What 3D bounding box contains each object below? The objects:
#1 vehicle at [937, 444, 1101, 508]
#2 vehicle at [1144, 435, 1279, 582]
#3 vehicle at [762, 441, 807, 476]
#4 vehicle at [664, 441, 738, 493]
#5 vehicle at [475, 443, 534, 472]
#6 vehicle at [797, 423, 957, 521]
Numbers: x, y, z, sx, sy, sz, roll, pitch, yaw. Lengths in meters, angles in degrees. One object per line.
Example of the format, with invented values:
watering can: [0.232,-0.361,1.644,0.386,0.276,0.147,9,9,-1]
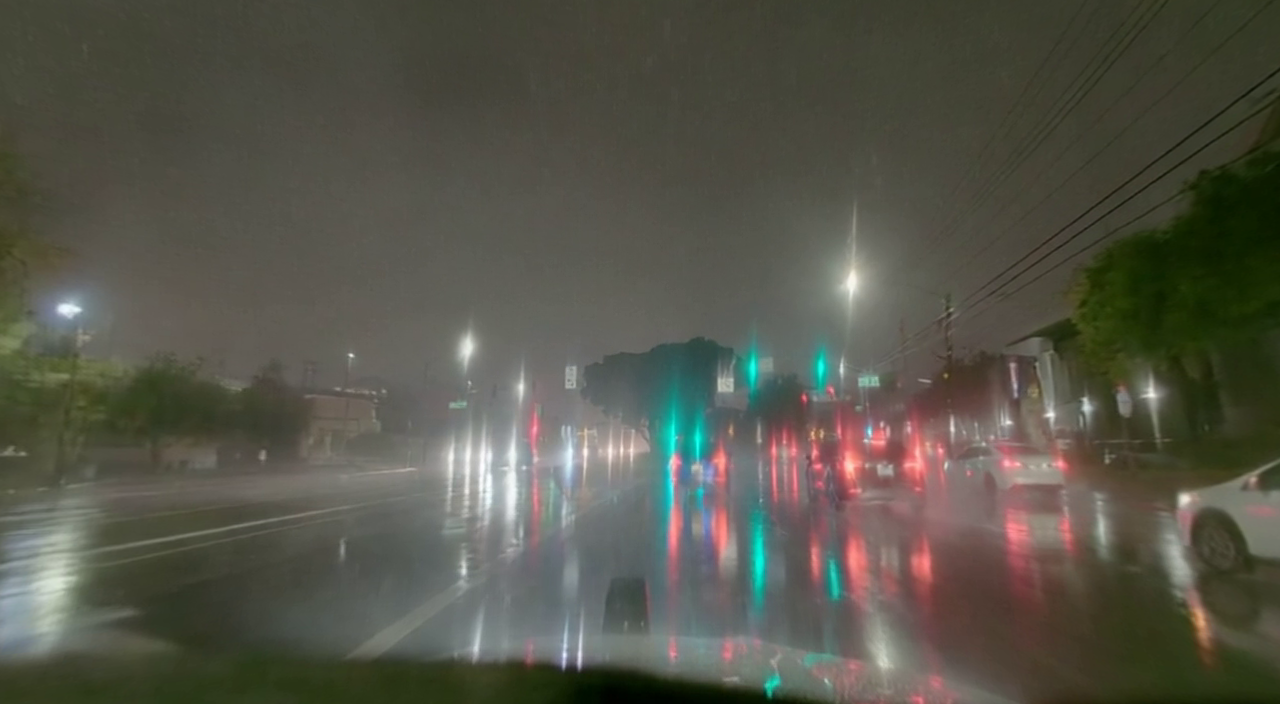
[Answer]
vehicle: [9.857,3.223,16.906,1.882,1.463,4.543,-1,-9,5]
vehicle: [7.363,1.492,5.783,1.866,1.471,4.478,0,-9,2]
vehicle: [7.161,5.290,31.510,1.896,1.612,4.203,-2,-9,9]
vehicle: [2.126,3.753,20.974,2.168,1.527,4.174,-2,-9,9]
vehicle: [-8.674,6.805,40.840,2.057,1.705,4.754,-2,-9,10]
vehicle: [5.062,2.614,14.321,2.119,1.810,4.848,-1,-9,5]
